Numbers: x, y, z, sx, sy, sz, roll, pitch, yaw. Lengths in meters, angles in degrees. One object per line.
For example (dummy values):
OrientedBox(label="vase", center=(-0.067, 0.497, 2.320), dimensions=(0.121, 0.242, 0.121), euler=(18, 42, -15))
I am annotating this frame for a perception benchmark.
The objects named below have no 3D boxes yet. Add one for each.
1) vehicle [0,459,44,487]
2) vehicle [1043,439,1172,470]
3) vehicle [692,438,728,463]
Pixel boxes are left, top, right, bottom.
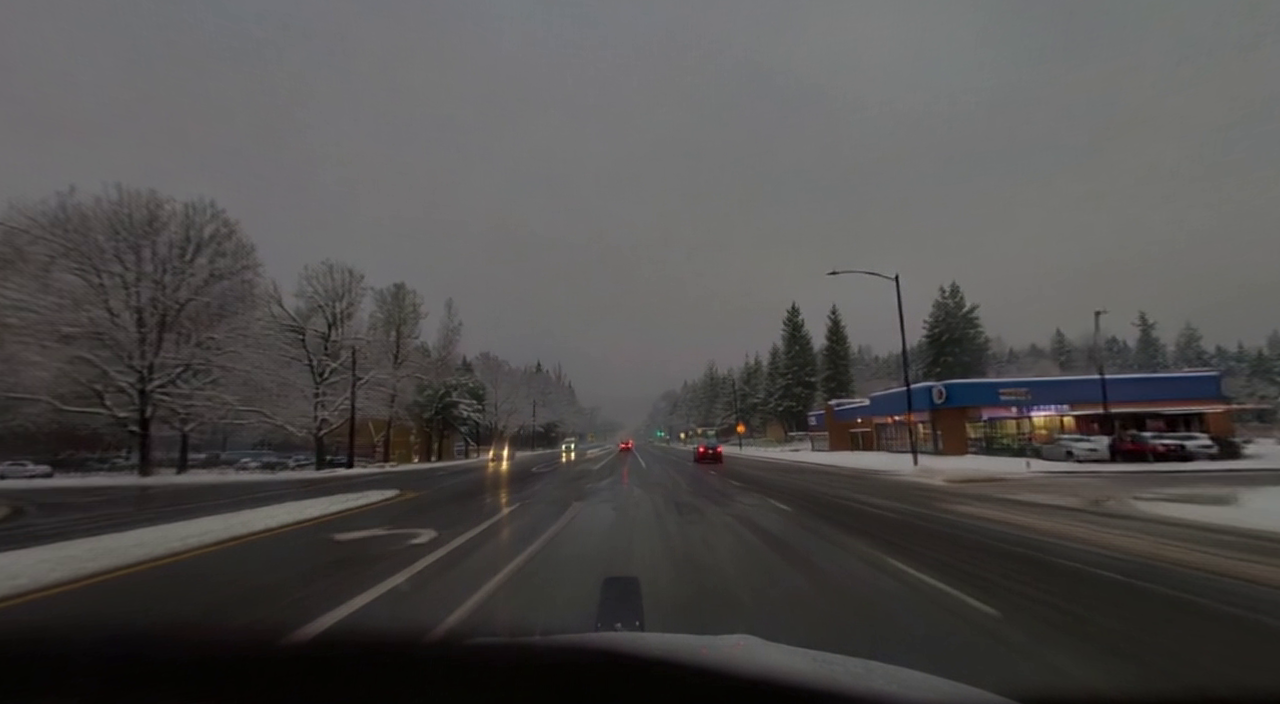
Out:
OrientedBox(label="vehicle", center=(-47.256, 9.213, 48.205), dimensions=(2.057, 1.921, 4.995), euler=(7, -11, -39))
OrientedBox(label="vehicle", center=(23.469, 5.162, 31.903), dimensions=(1.886, 1.438, 4.742), euler=(6, -10, -33))
OrientedBox(label="vehicle", center=(4.927, 7.019, 44.961), dimensions=(1.957, 1.643, 4.226), euler=(0, -9, -2))
